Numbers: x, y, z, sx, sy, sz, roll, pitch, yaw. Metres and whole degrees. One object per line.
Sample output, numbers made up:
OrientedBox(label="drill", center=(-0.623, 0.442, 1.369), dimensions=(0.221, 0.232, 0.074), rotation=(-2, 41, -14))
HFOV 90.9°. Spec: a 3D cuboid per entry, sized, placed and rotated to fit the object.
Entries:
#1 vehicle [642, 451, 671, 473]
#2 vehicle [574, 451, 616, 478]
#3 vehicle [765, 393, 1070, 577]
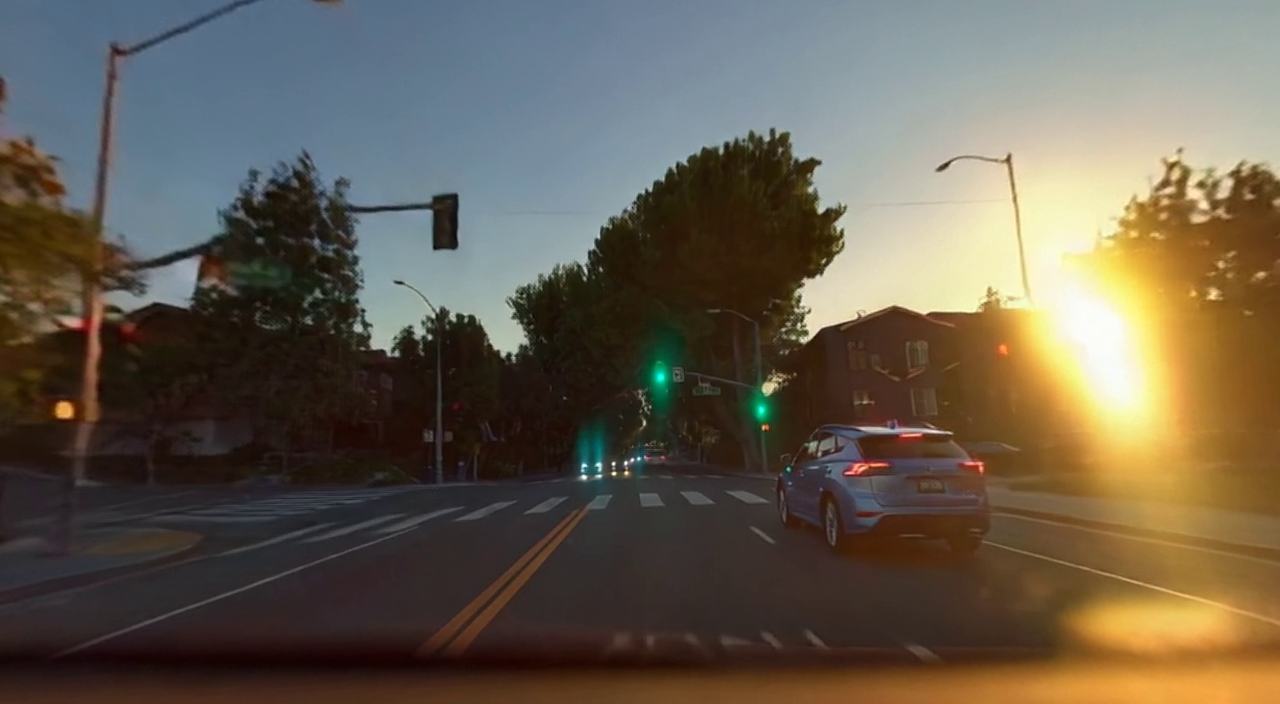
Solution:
OrientedBox(label="vehicle", center=(1.185, 8.097, 46.497), dimensions=(2.097, 1.463, 4.043), rotation=(0, -8, 1))
OrientedBox(label="vehicle", center=(-2.683, 6.787, 38.374), dimensions=(2.170, 1.513, 4.270), rotation=(0, -9, 1))
OrientedBox(label="vehicle", center=(3.313, 1.722, 8.930), dimensions=(2.130, 1.863, 4.844), rotation=(0, -9, 1))
